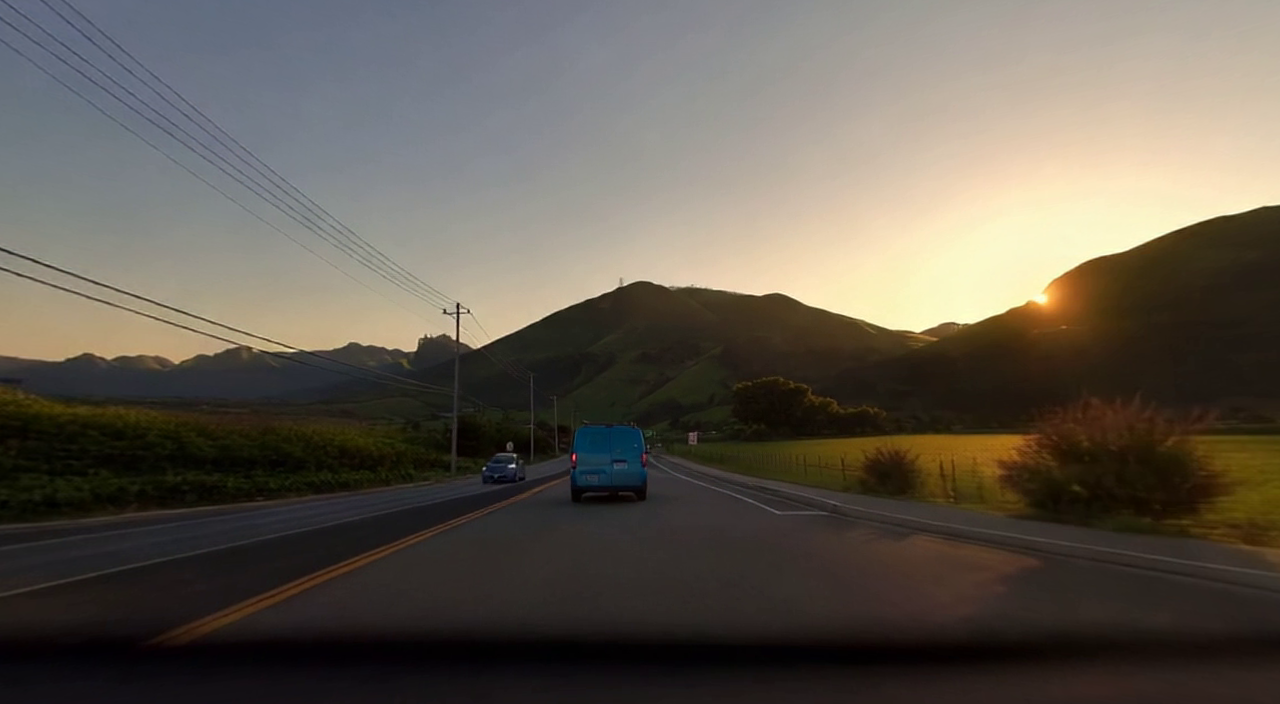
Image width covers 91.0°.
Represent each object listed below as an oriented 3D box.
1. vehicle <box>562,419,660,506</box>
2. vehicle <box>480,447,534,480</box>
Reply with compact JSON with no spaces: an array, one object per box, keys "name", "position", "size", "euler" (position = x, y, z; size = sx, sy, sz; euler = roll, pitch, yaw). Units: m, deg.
[{"name":"vehicle","position":[-0.796,3.103,18.066],"size":[2.454,2.144,4.535],"euler":[0,-8,-2]},{"name":"vehicle","position":[-8.521,7.170,40.852],"size":[2.089,1.946,4.979],"euler":[-1,-8,4]}]
